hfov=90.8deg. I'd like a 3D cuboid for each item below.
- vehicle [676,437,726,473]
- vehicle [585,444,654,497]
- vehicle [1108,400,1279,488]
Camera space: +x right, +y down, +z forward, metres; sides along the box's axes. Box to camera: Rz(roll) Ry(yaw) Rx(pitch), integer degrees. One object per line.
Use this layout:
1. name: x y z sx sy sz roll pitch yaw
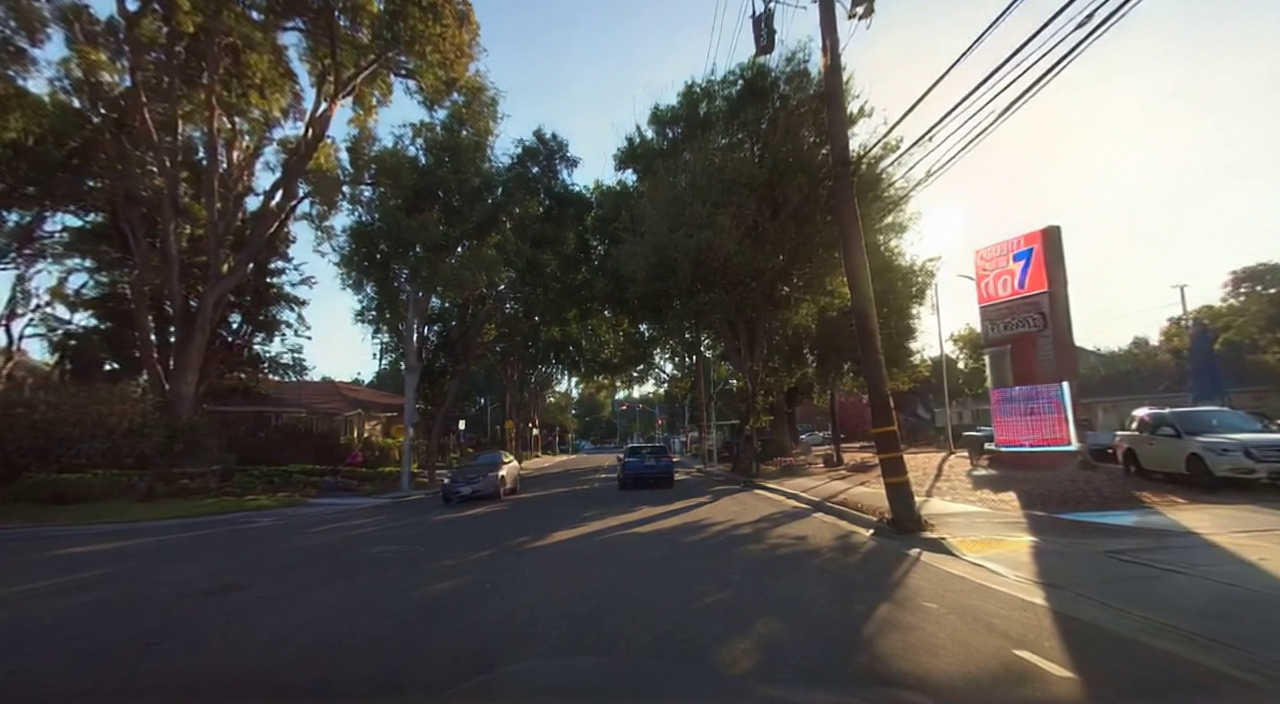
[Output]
1. vehicle: 3.514 5.808 35.943 2.553 1.868 5.536 -1 -9 6
2. vehicle: -0.606 3.536 19.298 1.874 1.427 3.976 0 -8 -2
3. vehicle: 13.357 1.996 13.814 4.518 1.764 2.014 -1 -8 3
